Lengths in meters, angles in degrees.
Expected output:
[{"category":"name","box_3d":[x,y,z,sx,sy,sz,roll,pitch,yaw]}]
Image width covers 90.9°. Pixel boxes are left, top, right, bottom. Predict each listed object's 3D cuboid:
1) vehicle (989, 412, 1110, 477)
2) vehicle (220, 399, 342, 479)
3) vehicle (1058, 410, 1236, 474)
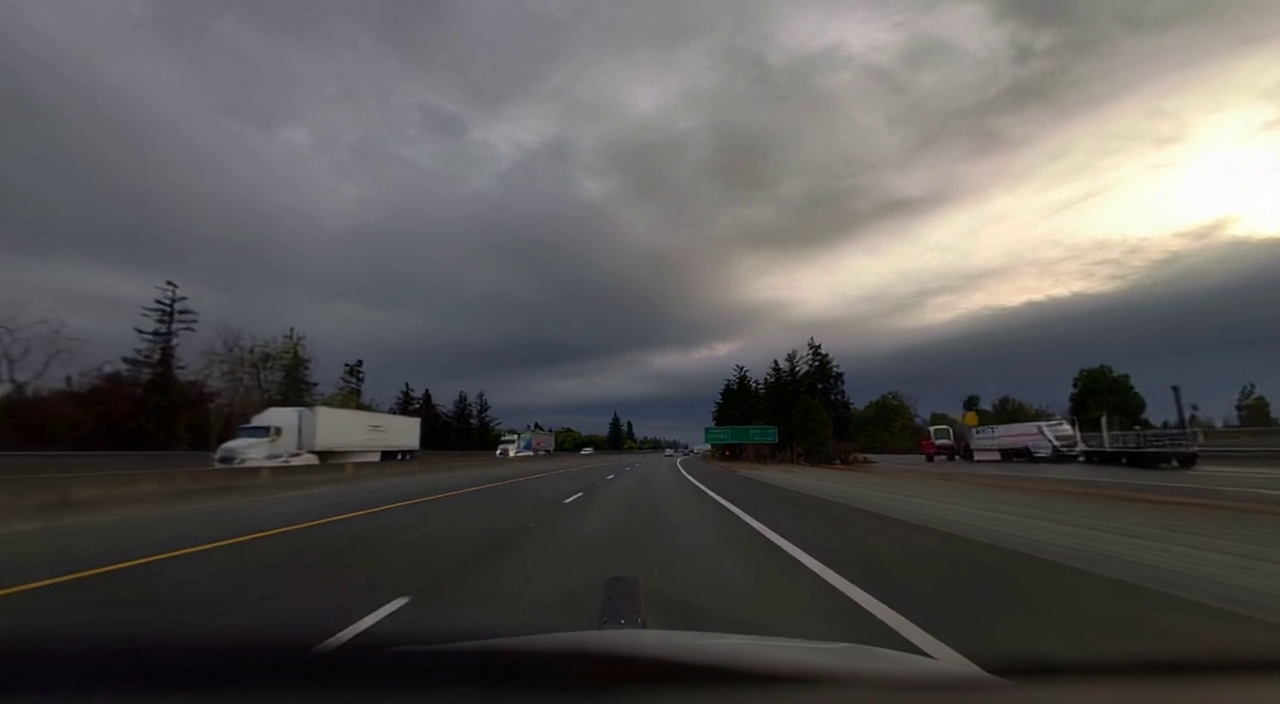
[{"category":"vehicle","box_3d":[28.055,6.437,43.785,2.821,4.075,7.994,0,-9,-1]},{"category":"vehicle","box_3d":[-19.558,4.832,34.829,2.956,3.971,5.830,-1,-9,2]},{"category":"vehicle","box_3d":[37.070,6.844,47.203,2.901,3.941,12.447,-4,-9,0]}]
